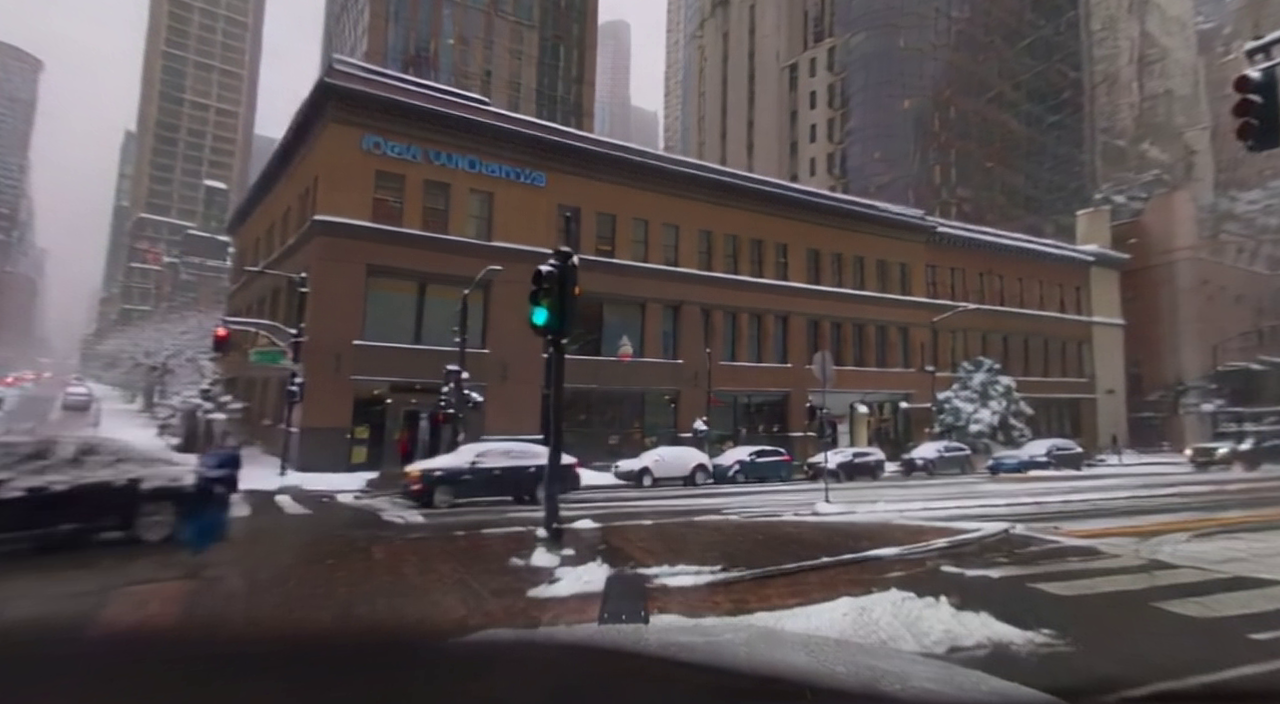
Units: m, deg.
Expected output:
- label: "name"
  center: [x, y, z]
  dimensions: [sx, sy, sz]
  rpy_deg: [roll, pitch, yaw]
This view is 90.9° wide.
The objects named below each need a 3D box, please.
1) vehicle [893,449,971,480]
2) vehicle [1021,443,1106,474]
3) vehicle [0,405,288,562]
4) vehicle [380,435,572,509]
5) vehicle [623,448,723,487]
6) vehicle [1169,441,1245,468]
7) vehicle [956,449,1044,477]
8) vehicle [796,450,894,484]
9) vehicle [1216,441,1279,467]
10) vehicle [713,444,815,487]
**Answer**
- label: "vehicle"
  center: [15.627, 5.973, 33.762]
  dimensions: [3.522, 1.546, 1.721]
  rpy_deg: [4, -10, -22]
- label: "vehicle"
  center: [25.154, 6.298, 37.440]
  dimensions: [4.502, 1.696, 1.884]
  rpy_deg: [4, -10, -22]
- label: "vehicle"
  center: [-7.217, 1.529, 7.614]
  dimensions: [1.926, 1.624, 4.749]
  rpy_deg: [-5, -10, 30]
- label: "vehicle"
  center: [-4.058, 2.936, 15.814]
  dimensions: [4.291, 1.606, 1.859]
  rpy_deg: [5, -10, -28]
- label: "vehicle"
  center: [1.449, 5.083, 27.938]
  dimensions: [4.035, 1.586, 1.738]
  rpy_deg: [4, -10, -23]
- label: "vehicle"
  center: [38.430, 6.927, 42.732]
  dimensions: [4.574, 1.700, 1.911]
  rpy_deg: [4, -10, -23]
- label: "vehicle"
  center: [20.185, 6.186, 35.363]
  dimensions: [4.494, 1.481, 1.783]
  rpy_deg: [4, -10, -22]
- label: "vehicle"
  center: [10.164, 5.667, 31.289]
  dimensions: [4.418, 1.556, 1.814]
  rpy_deg: [4, -10, -22]
- label: "vehicle"
  center: [43.237, 7.263, 44.619]
  dimensions: [4.298, 1.490, 1.772]
  rpy_deg: [8, -13, -21]
- label: "vehicle"
  center: [5.830, 5.277, 29.669]
  dimensions: [4.289, 1.875, 1.963]
  rpy_deg: [4, -10, -23]
